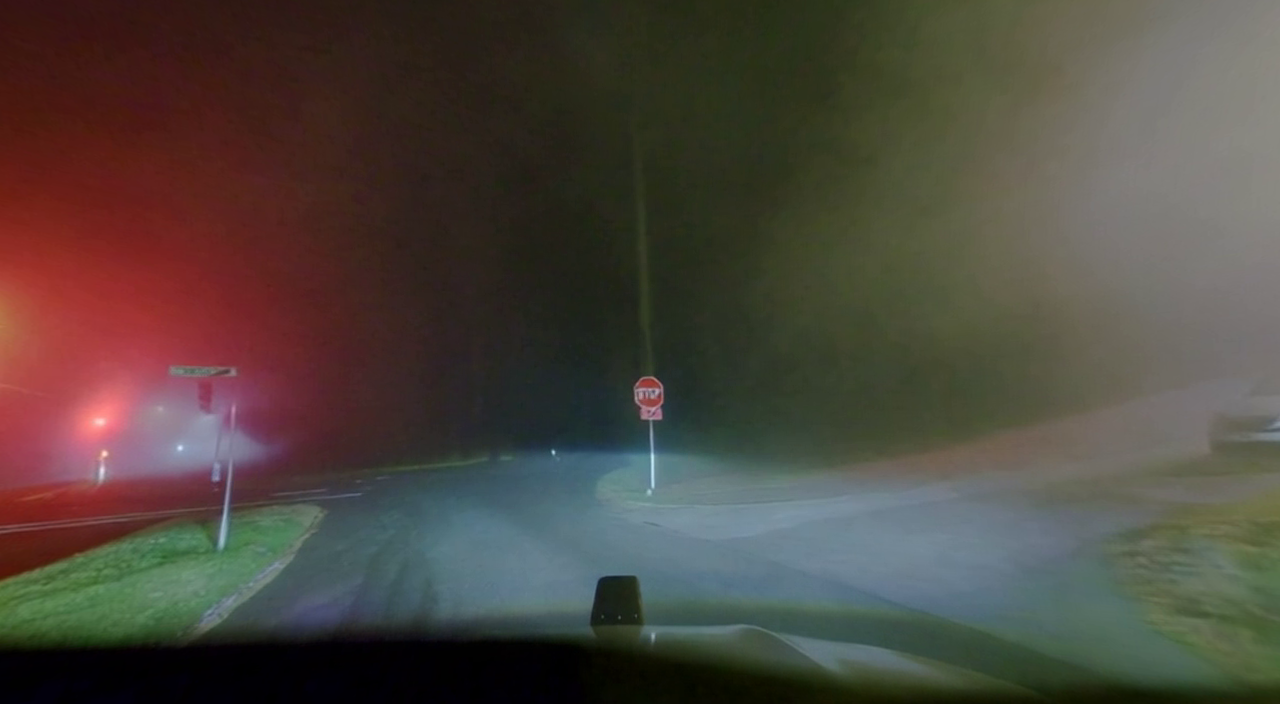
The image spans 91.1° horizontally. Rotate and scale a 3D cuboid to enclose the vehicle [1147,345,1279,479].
[{"bbox_3d":[10.065,0.572,8.833,4.403,1.574,1.914,-9,-7,-11],"label":"vehicle"}]
